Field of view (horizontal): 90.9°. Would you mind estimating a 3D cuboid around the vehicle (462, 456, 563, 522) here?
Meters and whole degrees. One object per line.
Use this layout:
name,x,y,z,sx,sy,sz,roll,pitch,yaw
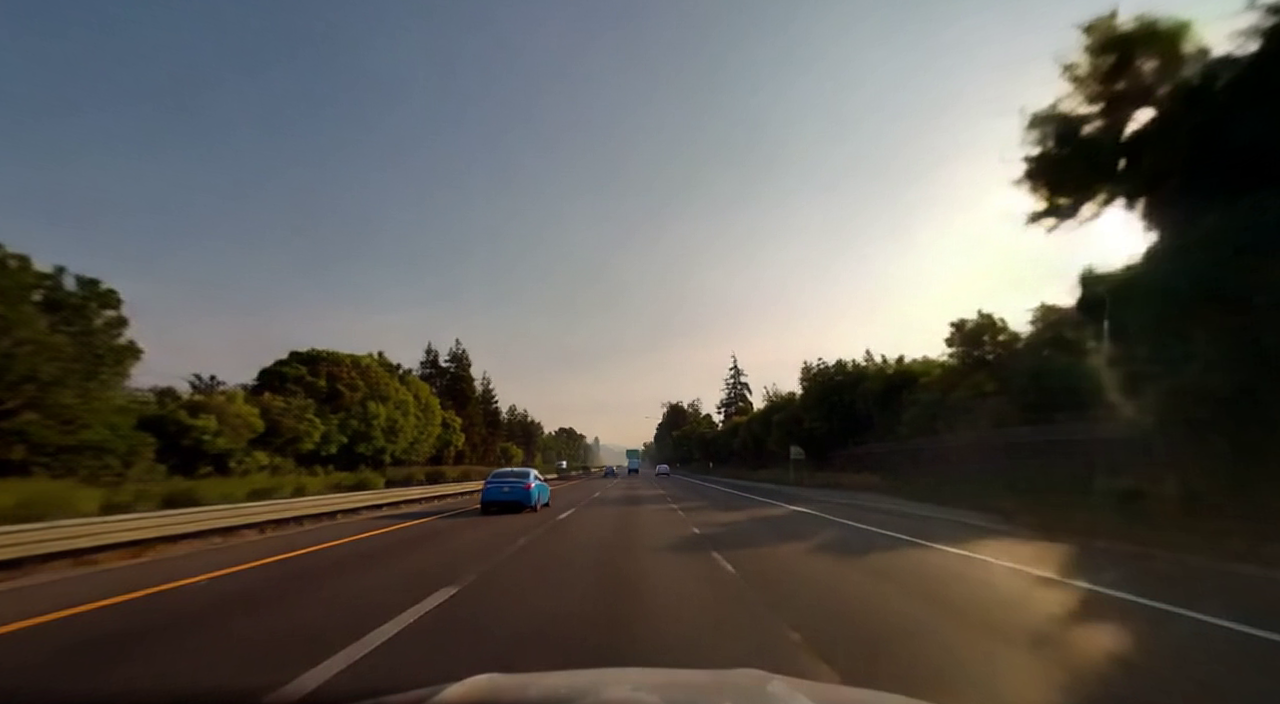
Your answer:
vehicle,-3.295,3.648,17.105,1.797,1.532,4.072,0,-10,1
